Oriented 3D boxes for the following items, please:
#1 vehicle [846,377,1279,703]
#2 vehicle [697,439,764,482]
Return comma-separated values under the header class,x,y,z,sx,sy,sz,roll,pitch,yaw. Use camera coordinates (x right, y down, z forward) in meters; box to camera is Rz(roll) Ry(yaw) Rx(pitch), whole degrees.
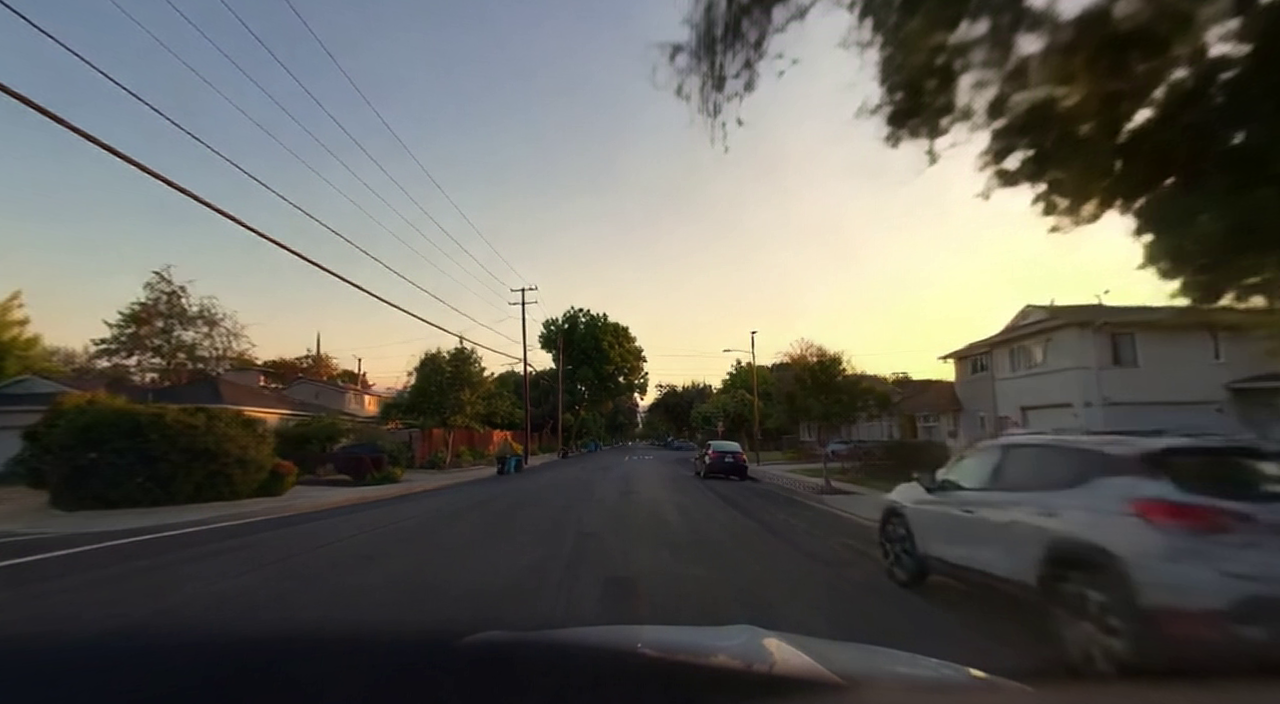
class,x,y,z,sx,sy,sz,roll,pitch,yaw
vehicle,3.750,1.345,5.625,2.134,1.720,4.515,1,-9,-2
vehicle,3.573,4.354,25.682,2.012,1.531,4.557,1,-9,-1
